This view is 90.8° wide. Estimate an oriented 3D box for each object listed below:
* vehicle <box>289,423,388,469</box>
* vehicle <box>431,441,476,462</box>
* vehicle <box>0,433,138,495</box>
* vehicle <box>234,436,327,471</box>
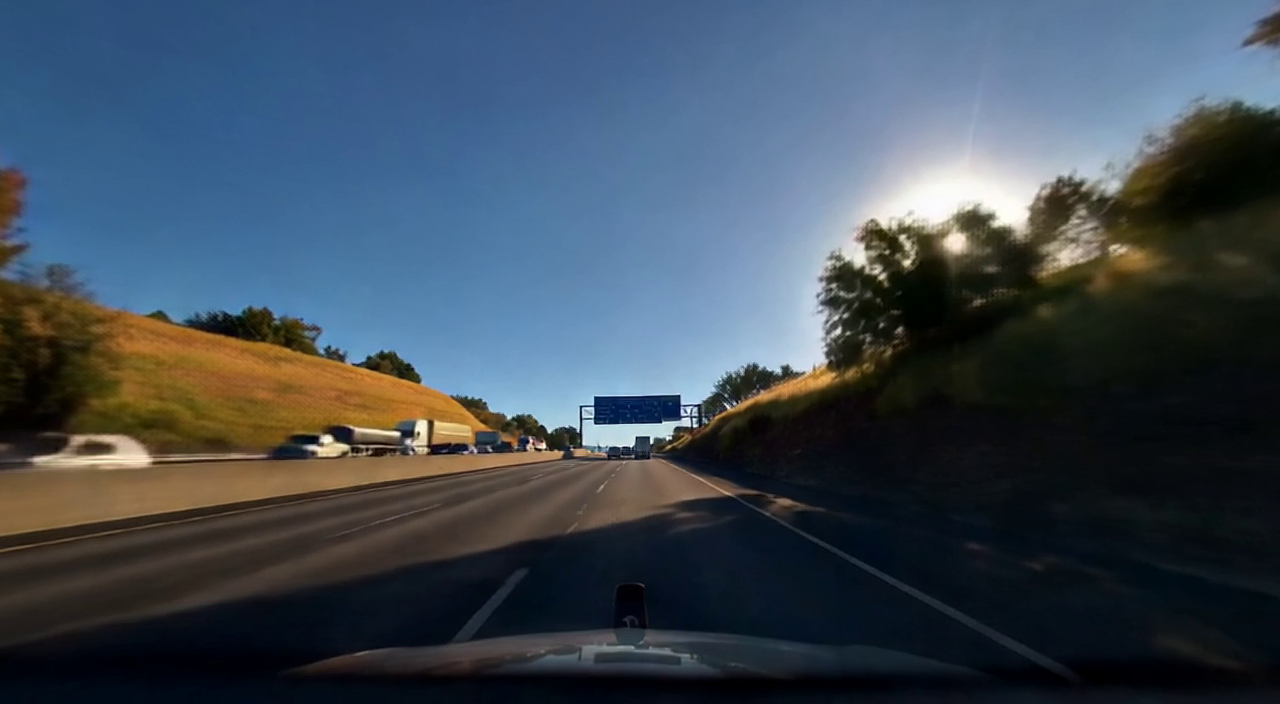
[{"bbox_3d":[-18.748,5.938,39.838,2.622,2.633,6.982,0,-9,1],"label":"vehicle"},{"bbox_3d":[-14.636,7.830,49.774,2.066,1.592,4.822,0,-9,0],"label":"vehicle"},{"bbox_3d":[-16.377,3.003,17.151,1.918,1.483,4.211,0,-9,1],"label":"vehicle"},{"bbox_3d":[-18.680,5.317,33.063,2.040,1.677,4.753,0,-9,0],"label":"vehicle"}]
